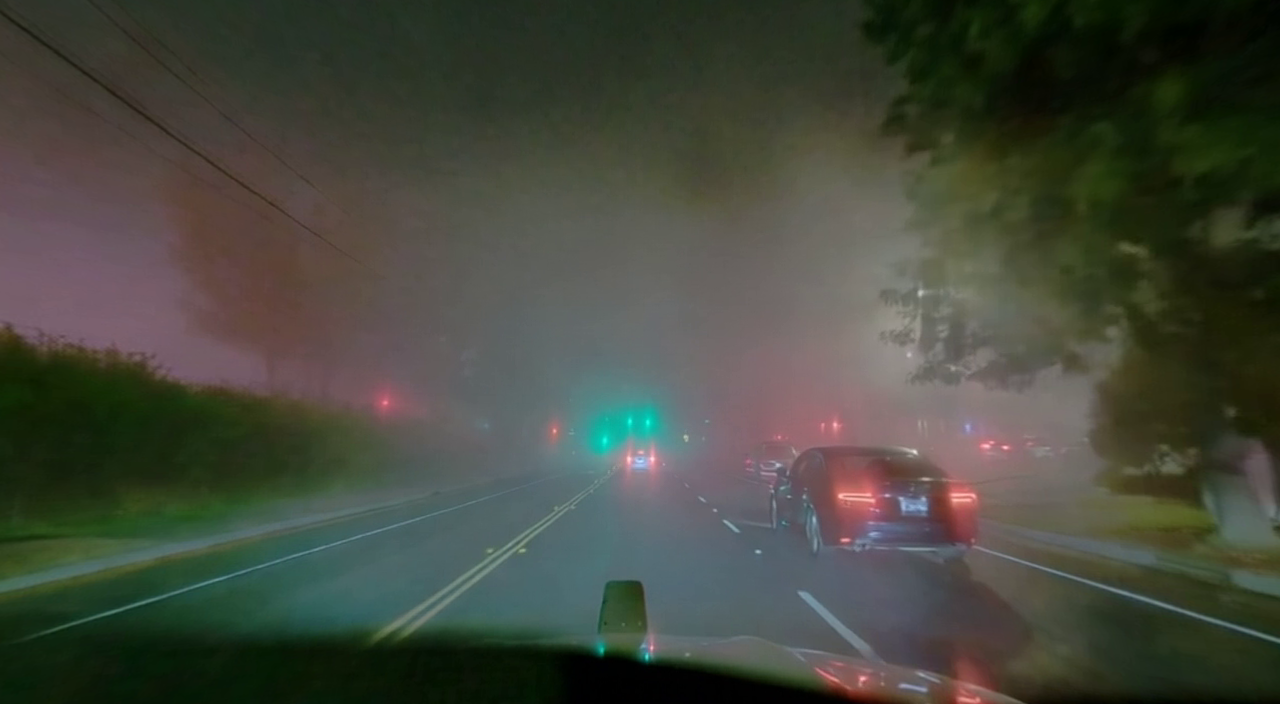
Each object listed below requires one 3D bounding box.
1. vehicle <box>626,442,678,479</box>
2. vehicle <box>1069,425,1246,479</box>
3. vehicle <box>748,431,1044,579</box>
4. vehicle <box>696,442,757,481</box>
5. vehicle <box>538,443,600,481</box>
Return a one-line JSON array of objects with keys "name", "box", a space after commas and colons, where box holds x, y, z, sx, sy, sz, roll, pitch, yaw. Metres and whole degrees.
[{"name": "vehicle", "box": [0.473, 4.700, 27.675, 2.101, 1.467, 4.210, 0, -8, 0]}, {"name": "vehicle", "box": [20.874, 4.090, 25.955, 2.177, 1.947, 5.935, 0, -8, 0]}, {"name": "vehicle", "box": [2.993, 1.885, 8.691, 2.158, 1.483, 4.415, 0, -8, -1]}, {"name": "vehicle", "box": [3.565, 4.571, 26.574, 1.943, 1.484, 4.030, 0, -8, -1]}, {"name": "vehicle", "box": [-2.923, 4.650, 26.989, 2.012, 1.505, 4.205, 0, -8, 2]}]
